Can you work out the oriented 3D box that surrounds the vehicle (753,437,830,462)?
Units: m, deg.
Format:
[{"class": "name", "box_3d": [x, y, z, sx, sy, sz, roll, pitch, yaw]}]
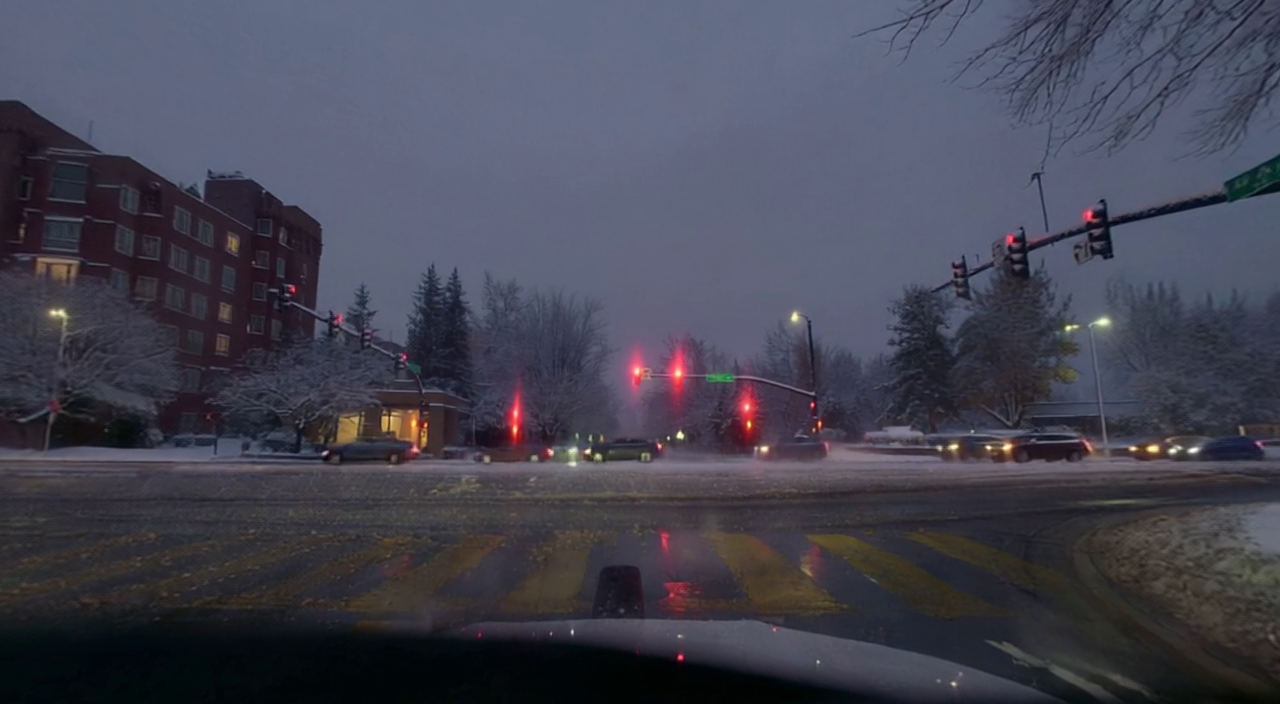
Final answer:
[{"class": "vehicle", "box_3d": [9.598, 6.194, 40.204, 4.443, 1.472, 1.794, 0, -9, 1]}]

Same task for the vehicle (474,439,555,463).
[{"class": "vehicle", "box_3d": [-7.949, 6.282, 40.219, 4.759, 1.445, 1.865, 0, -9, 0]}]

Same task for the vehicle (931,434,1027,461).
[{"class": "vehicle", "box_3d": [19.616, 5.558, 36.720, 4.519, 1.476, 1.767, 0, -9, 0]}]

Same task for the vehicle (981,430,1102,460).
[{"class": "vehicle", "box_3d": [25.272, 5.874, 39.904, 6.133, 1.833, 2.155, 0, -9, -2]}]

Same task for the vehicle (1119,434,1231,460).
[{"class": "vehicle", "box_3d": [31.099, 5.533, 36.807, 4.724, 1.452, 1.870, 0, -9, 0]}]

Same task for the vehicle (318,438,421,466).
[{"class": "vehicle", "box_3d": [-14.252, 5.295, 33.436, 4.629, 1.423, 1.833, -1, -9, 2]}]

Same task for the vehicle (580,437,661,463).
[{"class": "vehicle", "box_3d": [-1.124, 5.682, 36.789, 4.631, 1.435, 1.715, 0, -9, 0]}]
